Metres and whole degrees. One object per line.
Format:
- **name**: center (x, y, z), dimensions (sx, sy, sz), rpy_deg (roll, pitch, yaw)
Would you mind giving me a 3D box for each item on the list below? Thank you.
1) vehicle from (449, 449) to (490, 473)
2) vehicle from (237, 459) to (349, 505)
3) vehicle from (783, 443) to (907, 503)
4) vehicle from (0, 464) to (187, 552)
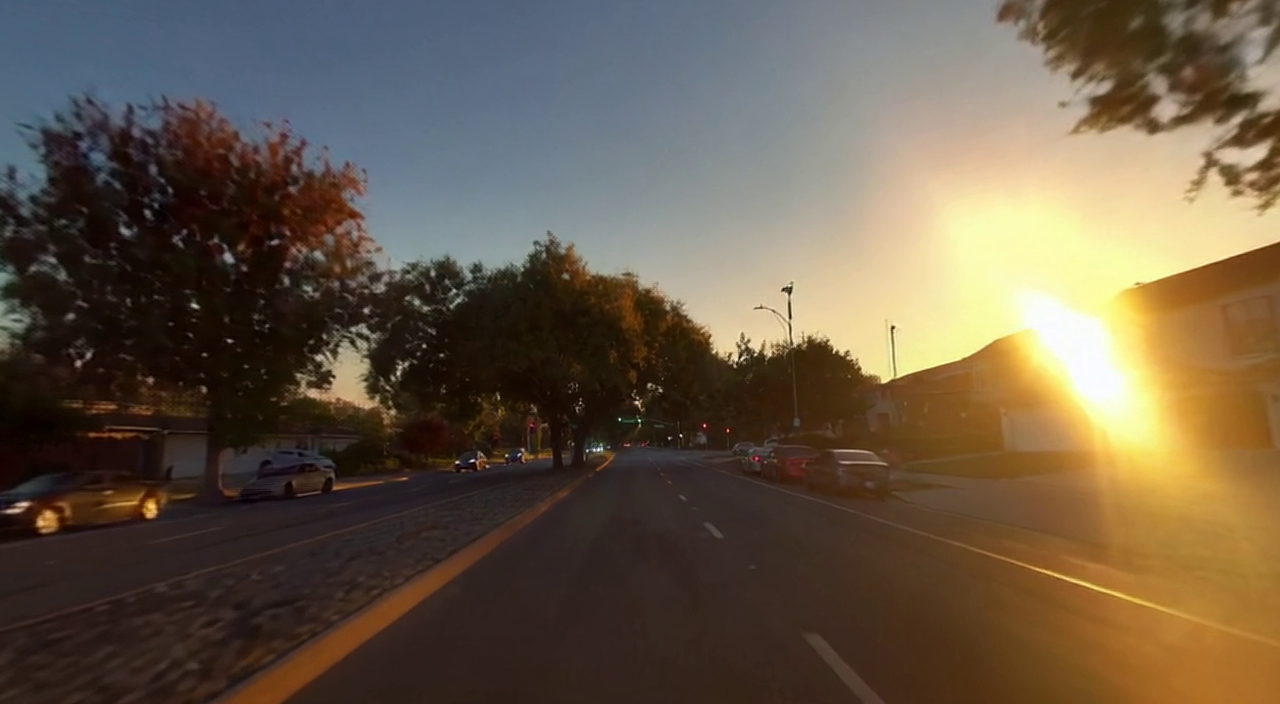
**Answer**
- **vehicle**: center (-13.039, 8.335, 48.506), dimensions (1.916, 1.754, 4.337), rpy_deg (0, -9, 0)
- **vehicle**: center (-12.837, 4.785, 23.710), dimensions (1.812, 1.454, 4.351), rpy_deg (0, -9, -2)
- **vehicle**: center (5.556, 3.313, 17.789), dimensions (1.875, 1.466, 4.355), rpy_deg (0, -9, -2)
- **vehicle**: center (-12.786, 3.338, 14.154), dimensions (1.817, 1.485, 4.687), rpy_deg (0, -9, 0)
